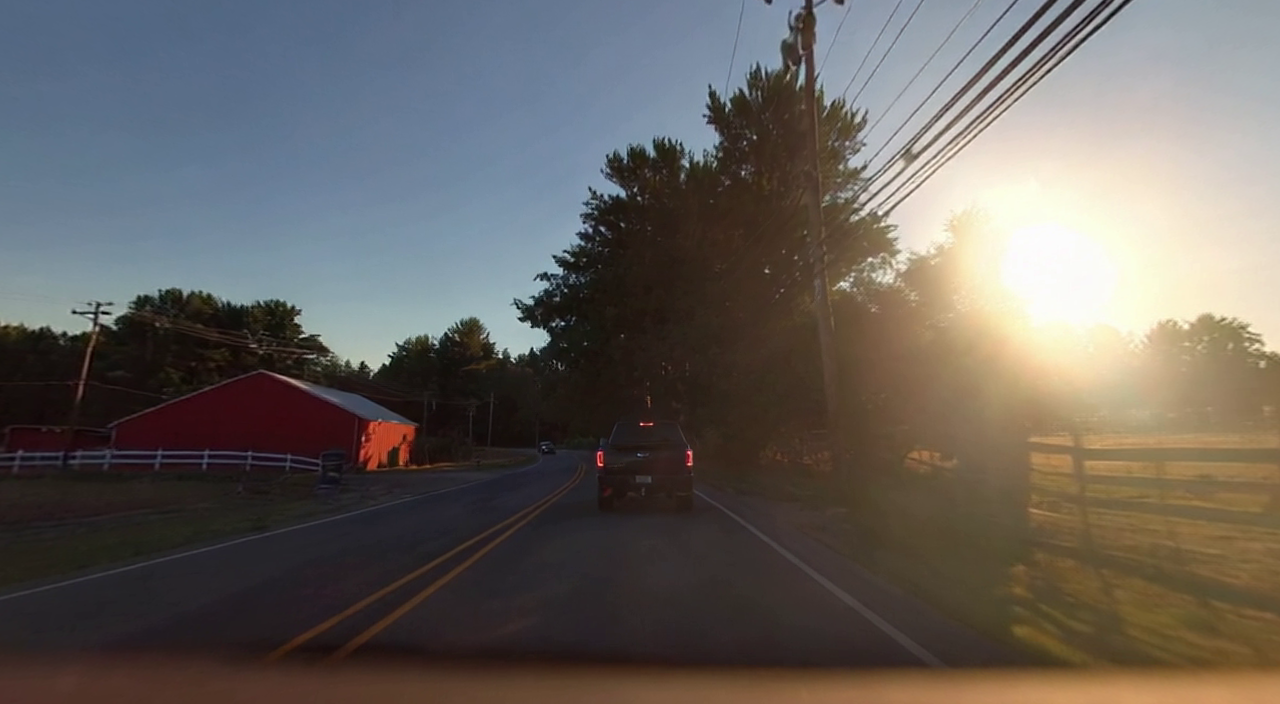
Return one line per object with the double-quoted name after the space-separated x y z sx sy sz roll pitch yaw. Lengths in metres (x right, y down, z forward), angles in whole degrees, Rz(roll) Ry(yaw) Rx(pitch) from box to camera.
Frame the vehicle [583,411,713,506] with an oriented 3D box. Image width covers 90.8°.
0.040 2.674 16.330 2.693 1.941 6.356 0 -9 -2 "vehicle"
